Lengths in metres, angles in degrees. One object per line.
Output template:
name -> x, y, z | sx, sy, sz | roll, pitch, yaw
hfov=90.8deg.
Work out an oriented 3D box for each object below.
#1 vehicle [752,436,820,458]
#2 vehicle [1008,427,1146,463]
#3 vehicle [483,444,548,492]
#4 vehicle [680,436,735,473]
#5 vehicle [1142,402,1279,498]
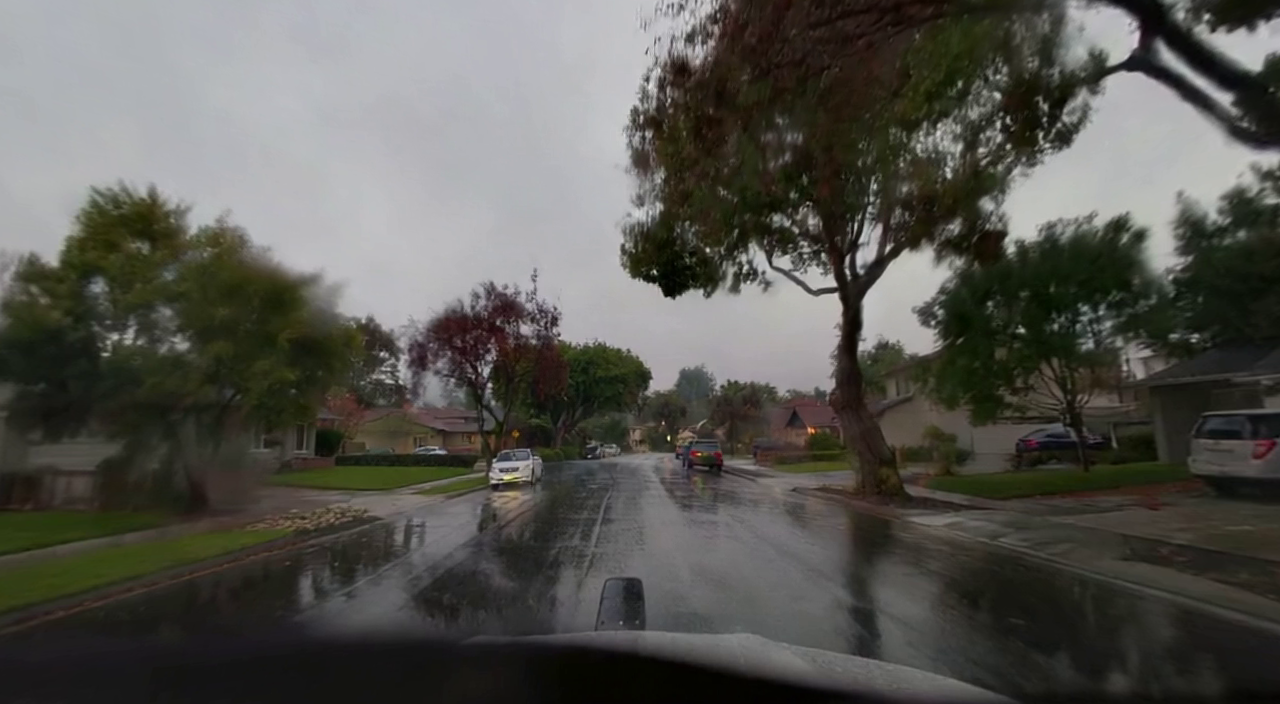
vehicle -> 11.478, 7.480, 49.857 | 4.781, 1.700, 1.914 | 0, -8, -3
vehicle -> 19.007, 4.079, 27.659 | 4.484, 1.492, 2.071 | 0, -8, -1
vehicle -> -4.677, 4.367, 24.286 | 1.981, 1.463, 4.631 | -1, -7, -5
vehicle -> 3.482, 5.447, 33.675 | 2.228, 1.813, 4.901 | 0, -8, -2
vehicle -> 12.992, 1.885, 12.312 | 4.623, 1.678, 2.078 | 0, -8, -2
